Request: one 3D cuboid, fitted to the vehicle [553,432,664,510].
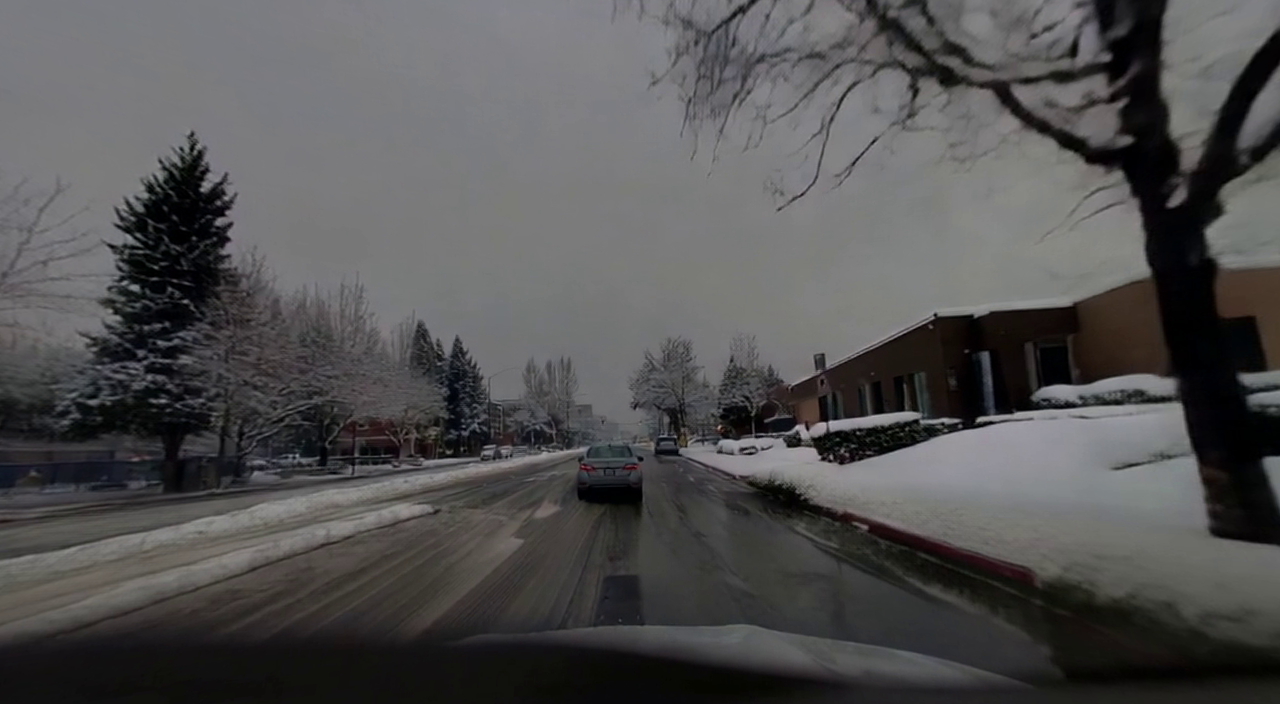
[{"bbox_3d":[-0.717,2.622,14.386,2.116,1.479,4.358,0,-8,-3],"label":"vehicle"}]

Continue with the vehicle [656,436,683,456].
[{"bbox_3d":[2.290,7.422,49.975,1.972,1.484,3.974,0,-8,0],"label":"vehicle"}]
